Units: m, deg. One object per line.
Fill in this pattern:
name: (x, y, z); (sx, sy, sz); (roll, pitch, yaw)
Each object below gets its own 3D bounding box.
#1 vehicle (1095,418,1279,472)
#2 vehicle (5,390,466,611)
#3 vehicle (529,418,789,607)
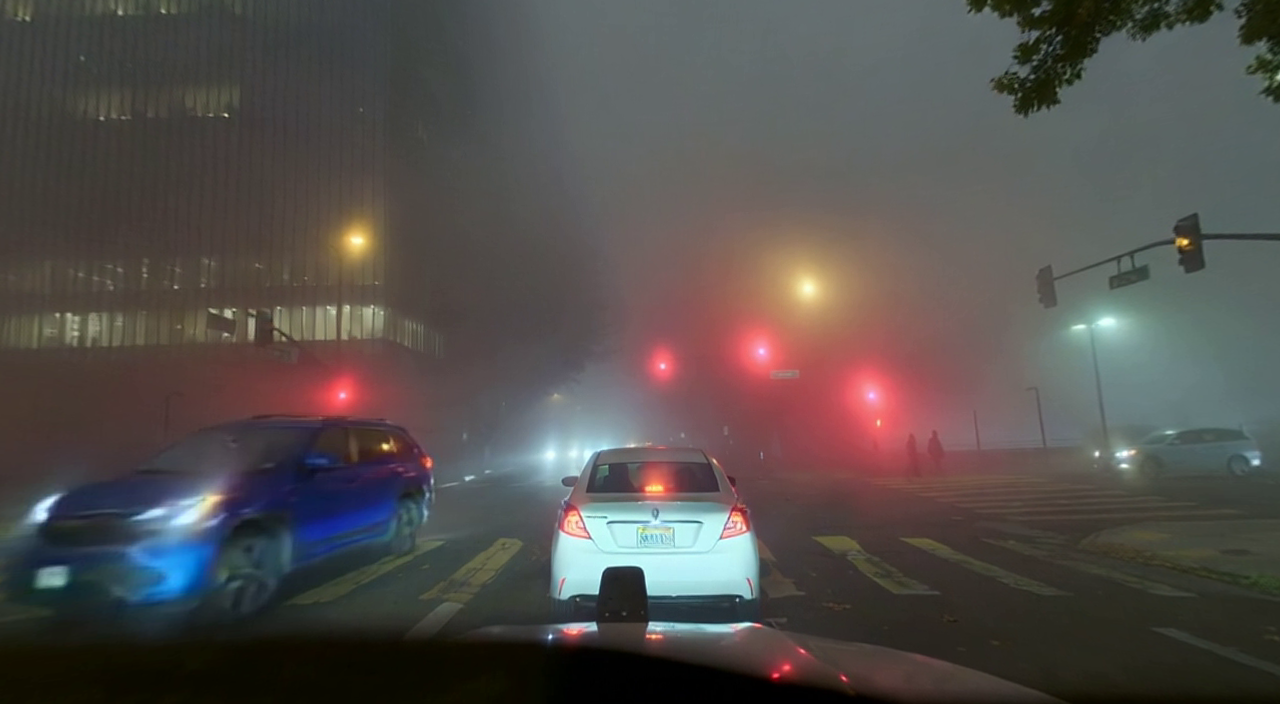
vehicle: (19.145, 3.267, 22.214); (4.675, 1.772, 1.945); (0, -8, -1)
vehicle: (-4.329, 1.708, 8.359); (2.317, 1.924, 5.518); (0, -8, 2)
vehicle: (-0.133, 1.647, 7.476); (1.893, 1.532, 4.145); (2, -9, -15)
